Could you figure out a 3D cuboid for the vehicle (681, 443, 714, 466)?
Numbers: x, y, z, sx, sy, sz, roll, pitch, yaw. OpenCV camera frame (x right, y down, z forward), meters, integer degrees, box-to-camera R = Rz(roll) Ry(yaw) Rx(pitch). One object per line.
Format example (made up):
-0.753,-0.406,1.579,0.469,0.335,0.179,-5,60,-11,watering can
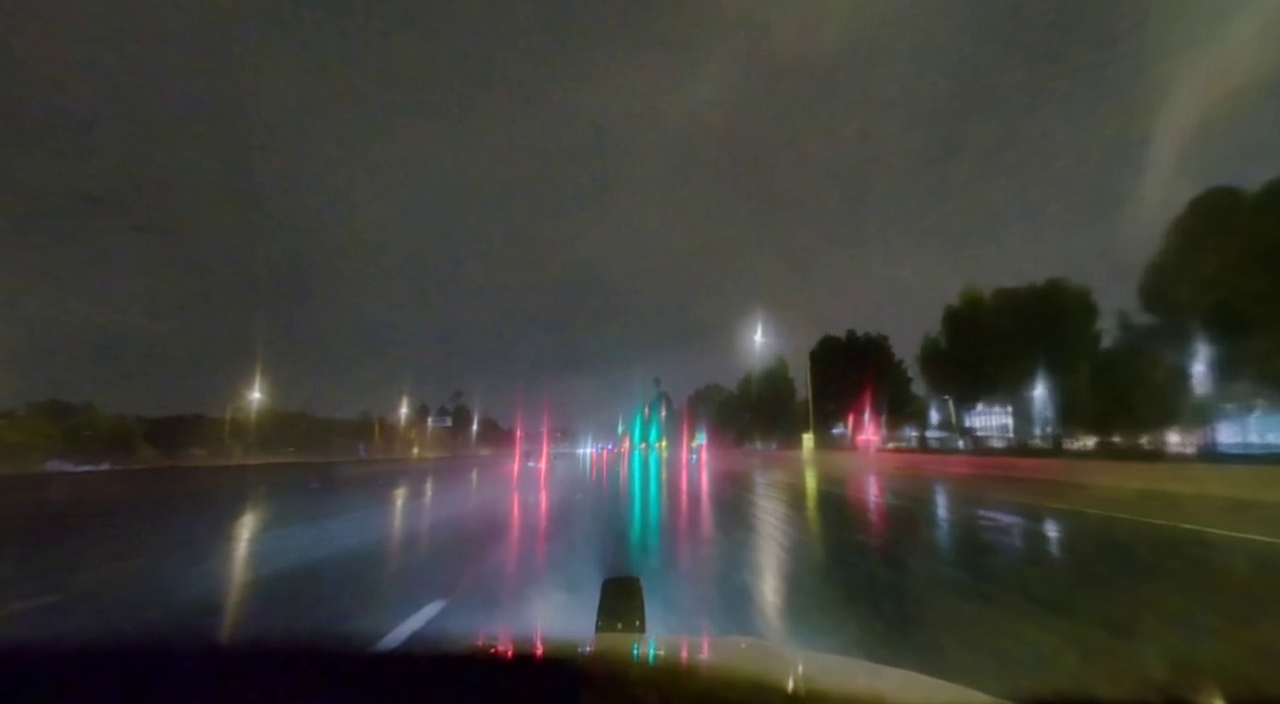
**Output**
4.334,7.792,48.024,2.047,1.662,4.243,0,-9,-1,vehicle
